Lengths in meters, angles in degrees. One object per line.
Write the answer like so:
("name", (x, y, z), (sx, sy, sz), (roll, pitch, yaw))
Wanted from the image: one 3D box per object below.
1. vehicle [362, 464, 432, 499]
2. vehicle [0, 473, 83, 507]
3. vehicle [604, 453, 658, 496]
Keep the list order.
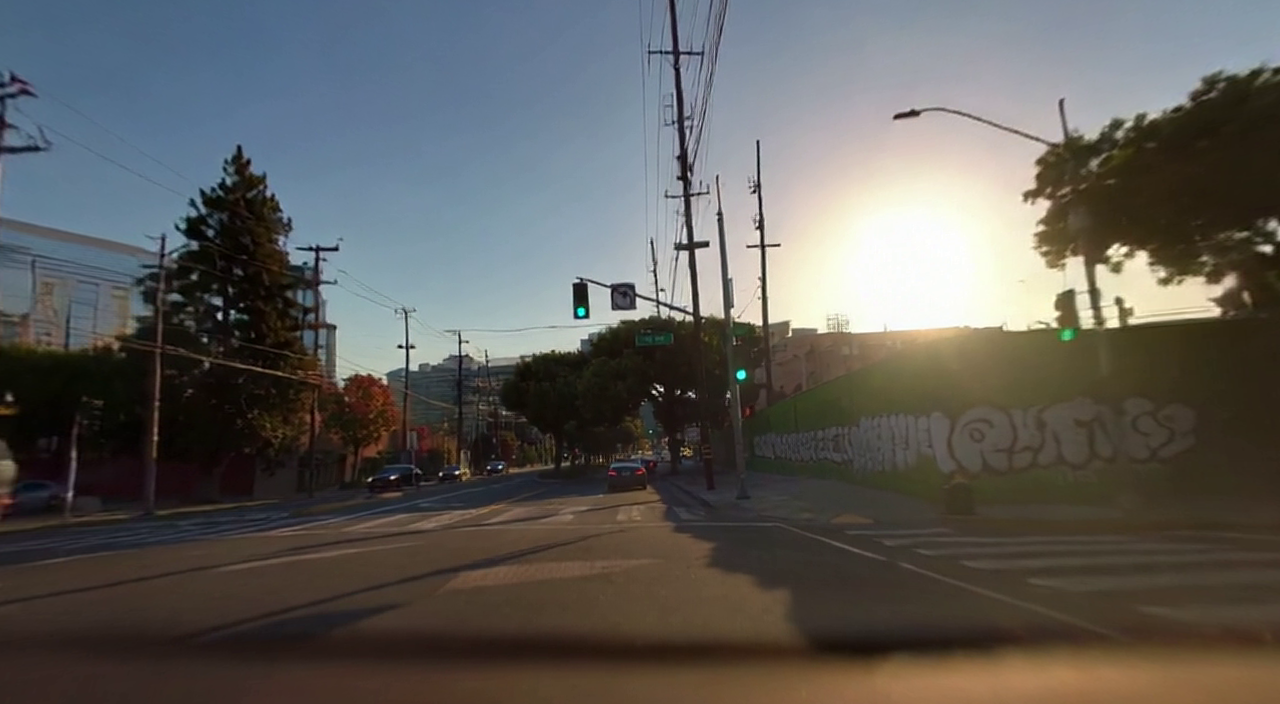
("vehicle", (-13.073, 6.965, 34.315), (1.992, 1.585, 4.375), (0, -8, 0))
("vehicle", (-30.018, 6.799, 31.123), (1.627, 1.383, 3.731), (-4, -9, 4))
("vehicle", (-0.365, 5.091, 26.660), (2.105, 1.611, 3.750), (0, -8, -1))
